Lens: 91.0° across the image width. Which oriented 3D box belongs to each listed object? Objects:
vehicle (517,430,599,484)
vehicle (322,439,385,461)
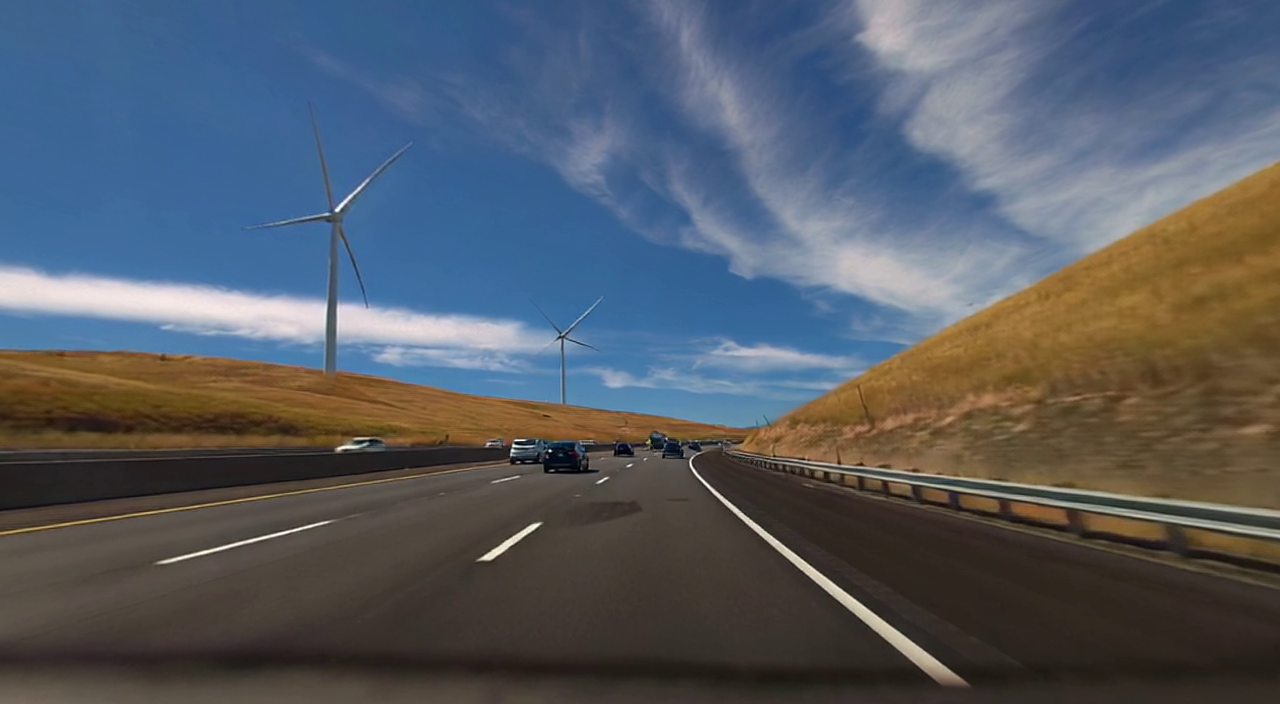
[{"bbox_3d":[-2.760,3.673,22.257,2.118,1.702,4.355,0,-8,3],"label":"vehicle"},{"bbox_3d":[-19.845,6.788,43.836,2.135,1.441,4.228,0,-9,4],"label":"vehicle"}]
